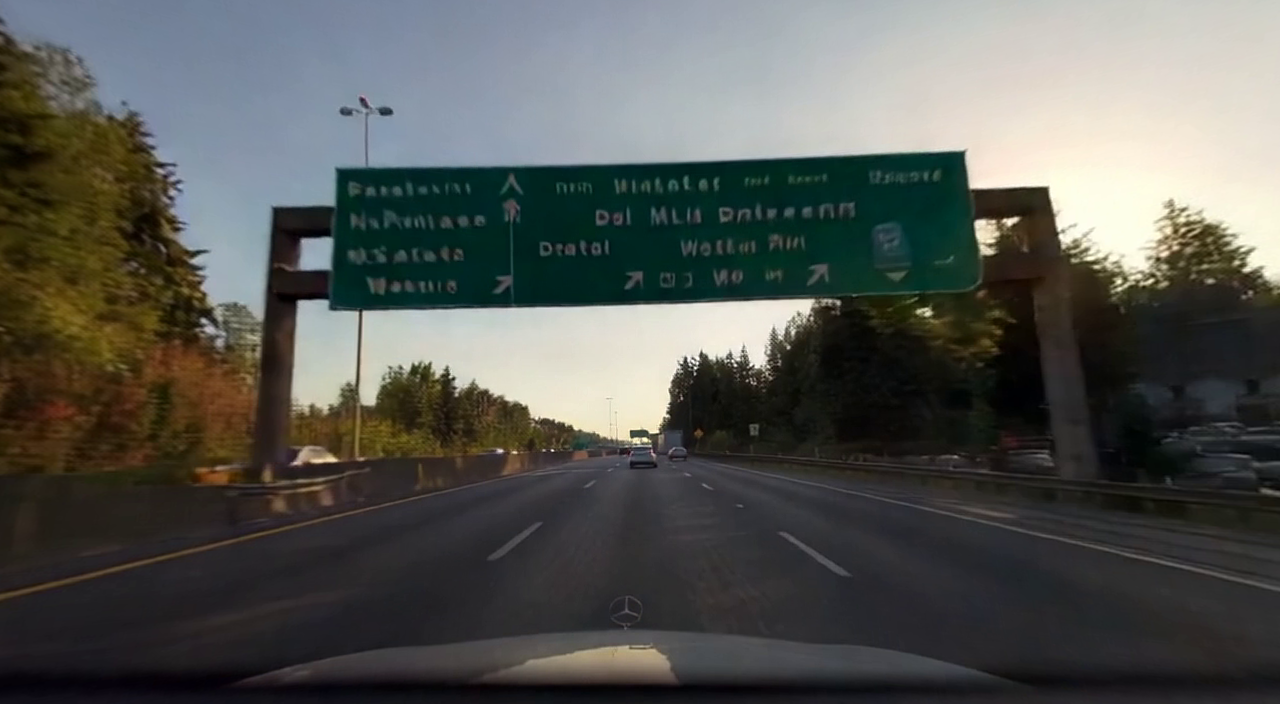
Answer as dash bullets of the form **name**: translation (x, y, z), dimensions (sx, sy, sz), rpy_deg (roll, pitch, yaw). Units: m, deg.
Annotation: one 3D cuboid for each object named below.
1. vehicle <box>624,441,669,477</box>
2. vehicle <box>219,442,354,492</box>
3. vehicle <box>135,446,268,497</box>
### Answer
- **vehicle**: translation (0.370, 5.000, 29.658), dimensions (1.936, 1.545, 4.116), rpy_deg (-1, -9, 3)
- **vehicle**: translation (-11.907, 3.886, 21.647), dimensions (1.969, 1.539, 4.538), rpy_deg (0, -9, 0)
- **vehicle**: translation (-16.746, 4.553, 24.369), dimensions (1.951, 1.749, 4.298), rpy_deg (0, -9, 1)
